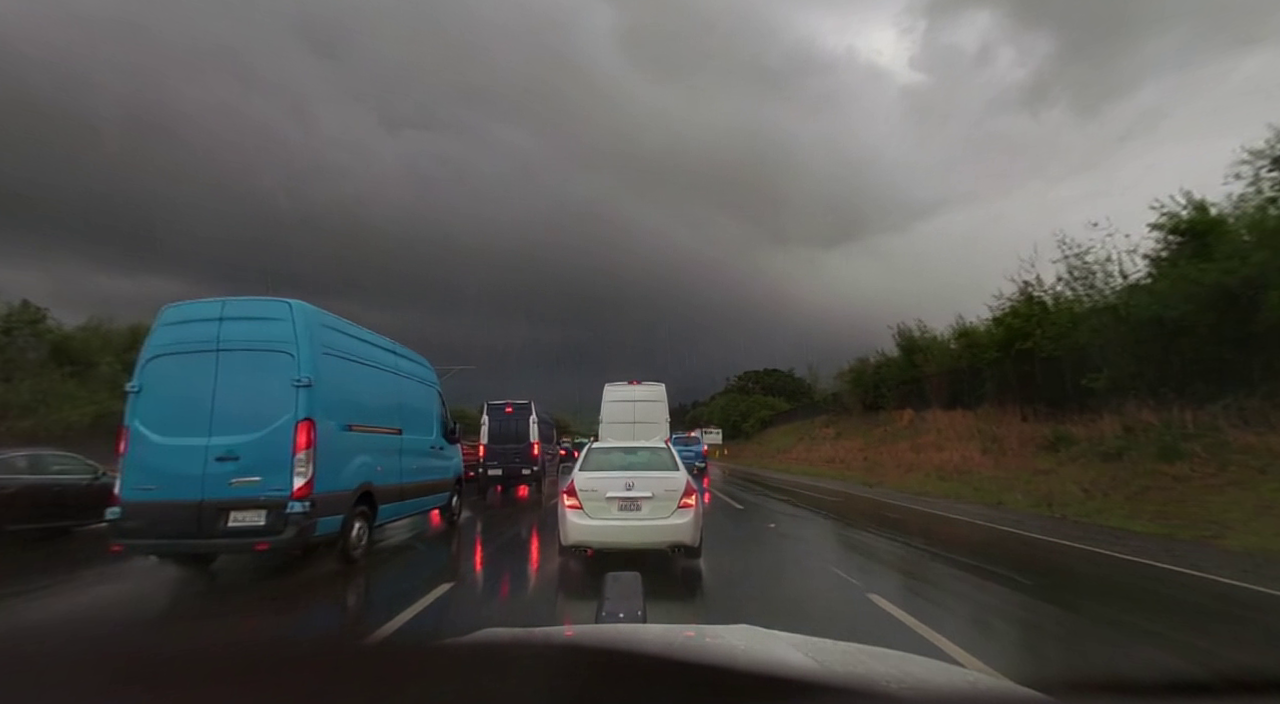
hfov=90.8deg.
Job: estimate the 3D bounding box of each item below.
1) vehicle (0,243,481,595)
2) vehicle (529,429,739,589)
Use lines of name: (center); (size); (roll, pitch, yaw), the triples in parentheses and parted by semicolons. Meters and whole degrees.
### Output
vehicle: (-4.052, 0.995, 8.496); (2.254, 2.879, 6.656); (0, -9, -2)
vehicle: (-0.080, 1.761, 7.788); (1.995, 1.495, 3.380); (0, -9, -1)
